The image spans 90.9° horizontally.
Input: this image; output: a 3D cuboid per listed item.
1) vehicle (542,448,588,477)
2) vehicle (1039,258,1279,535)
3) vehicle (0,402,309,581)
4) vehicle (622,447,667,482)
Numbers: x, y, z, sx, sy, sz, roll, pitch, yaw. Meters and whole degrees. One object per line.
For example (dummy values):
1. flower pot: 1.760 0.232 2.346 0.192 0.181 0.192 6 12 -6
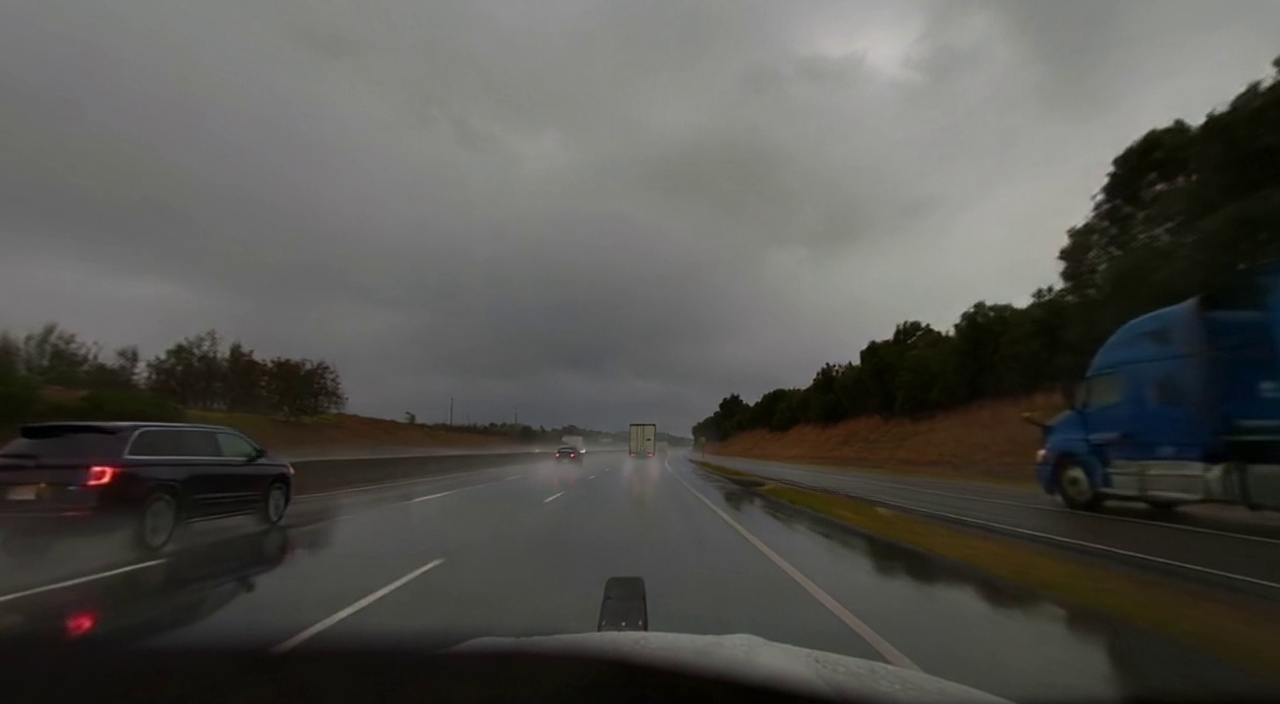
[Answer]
1. vehicle: -4.112 6.138 35.267 2.018 1.504 4.431 0 -9 0
2. vehicle: 10.715 0.663 9.242 2.997 3.951 9.277 1 -9 -4
3. vehicle: -7.567 1.889 9.406 2.316 1.875 5.337 0 -9 0
4. vehicle: 0.156 5.243 29.622 1.991 1.507 3.391 0 -9 -1
